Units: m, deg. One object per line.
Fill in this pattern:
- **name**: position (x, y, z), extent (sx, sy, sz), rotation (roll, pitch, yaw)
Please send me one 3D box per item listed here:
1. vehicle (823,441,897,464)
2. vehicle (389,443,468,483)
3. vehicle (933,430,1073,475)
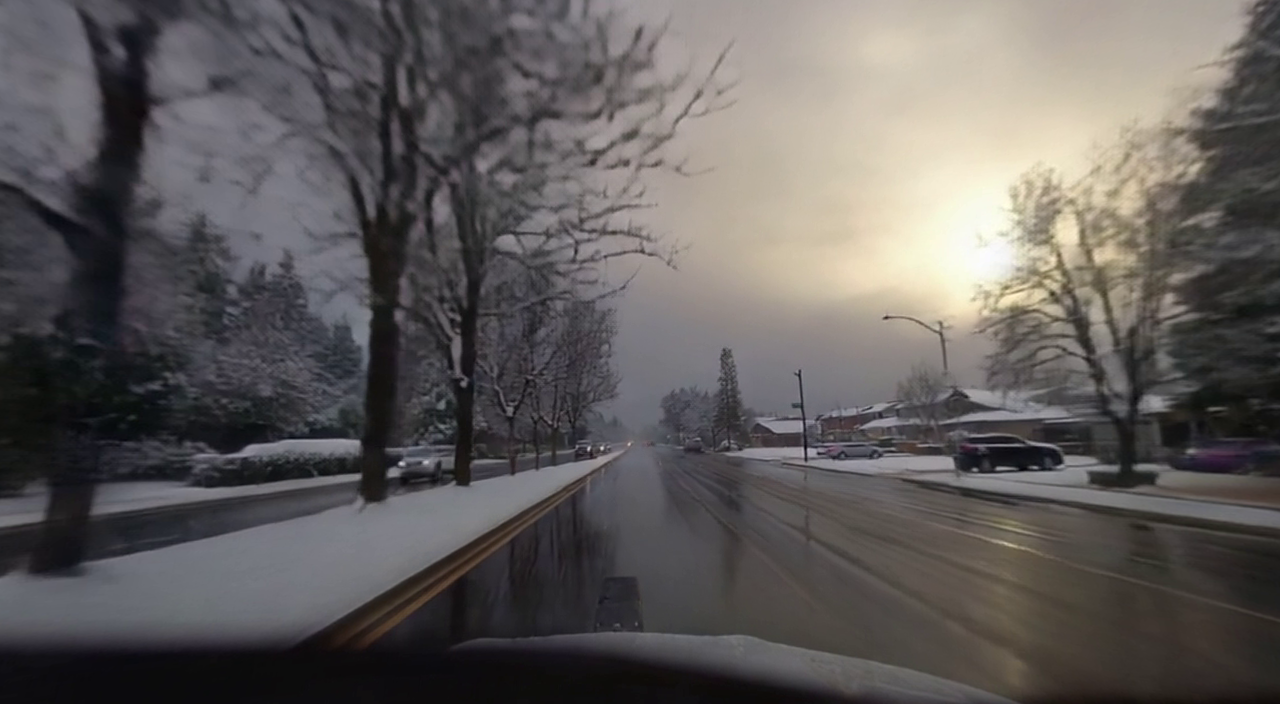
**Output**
- **vehicle**: position (15.659, 7.154, 44.901), extent (4.500, 1.390, 1.864), rotation (-1, -7, -3)
- **vehicle**: position (-9.831, 5.190, 29.711), extent (2.000, 1.728, 4.587), rotation (0, -8, 2)
- **vehicle**: position (14.433, 4.007, 25.228), extent (4.386, 1.711, 1.929), rotation (0, -8, 1)
